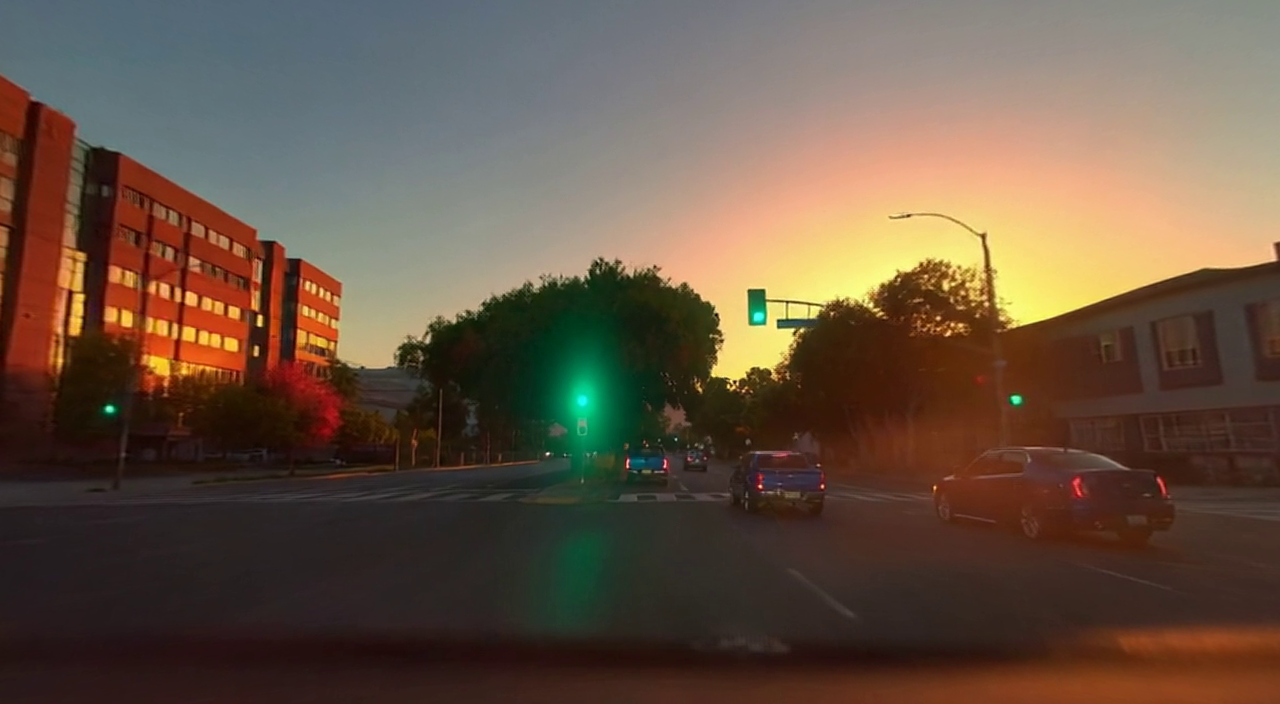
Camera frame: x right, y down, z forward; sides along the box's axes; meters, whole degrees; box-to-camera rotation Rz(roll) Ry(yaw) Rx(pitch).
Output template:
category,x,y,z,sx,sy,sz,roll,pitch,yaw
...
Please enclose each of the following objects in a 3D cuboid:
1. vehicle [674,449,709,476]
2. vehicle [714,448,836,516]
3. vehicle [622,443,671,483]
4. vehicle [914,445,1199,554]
category,x,y,z,sx,sy,sz,roll,pitch,yaw
vehicle,3.554,7.718,44.464,2.013,1.742,4.424,0,-9,0
vehicle,3.245,3.227,16.225,2.057,1.463,4.365,0,-9,-1
vehicle,0.349,5.659,32.588,2.344,1.883,4.572,0,-9,1
vehicle,6.717,2.369,11.010,1.855,1.469,4.598,0,-9,0
